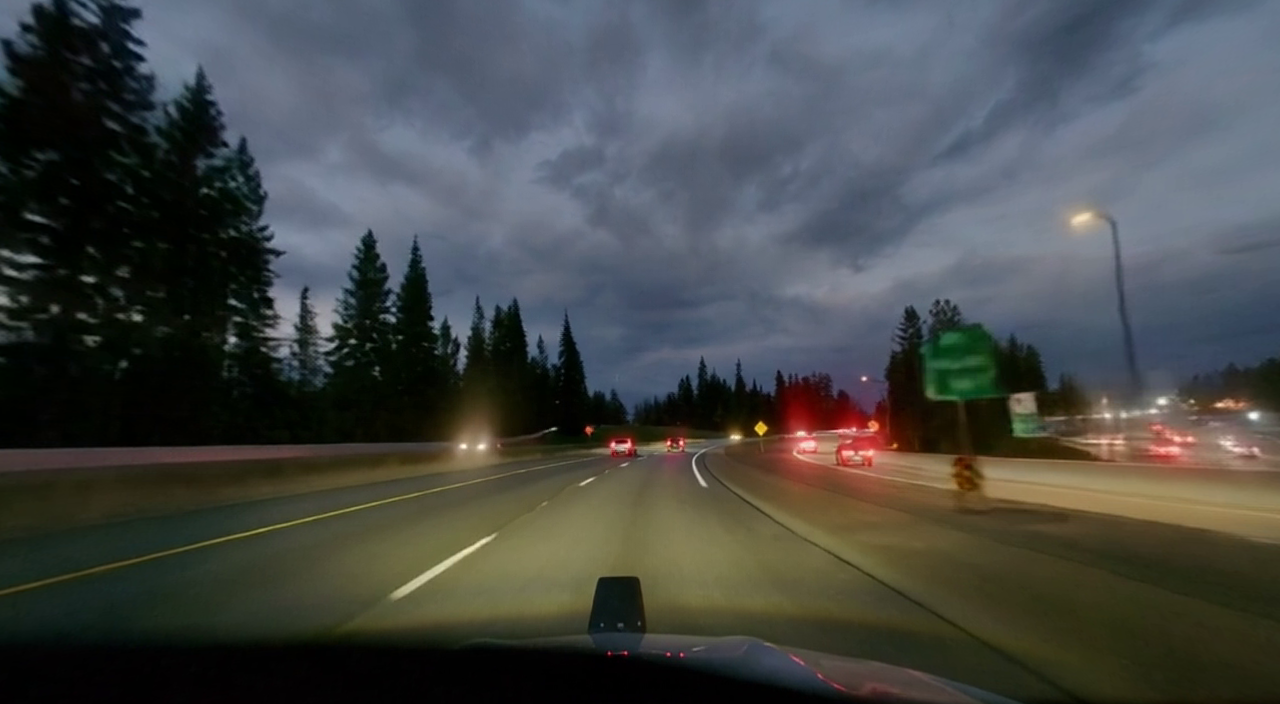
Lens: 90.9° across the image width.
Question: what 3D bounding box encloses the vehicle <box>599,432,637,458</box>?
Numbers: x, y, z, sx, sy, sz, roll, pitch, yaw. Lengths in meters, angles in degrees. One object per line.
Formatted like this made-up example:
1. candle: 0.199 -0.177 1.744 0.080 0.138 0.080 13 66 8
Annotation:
1. vehicle: -1.533 6.622 44.891 2.129 1.742 4.217 -1 -8 6
